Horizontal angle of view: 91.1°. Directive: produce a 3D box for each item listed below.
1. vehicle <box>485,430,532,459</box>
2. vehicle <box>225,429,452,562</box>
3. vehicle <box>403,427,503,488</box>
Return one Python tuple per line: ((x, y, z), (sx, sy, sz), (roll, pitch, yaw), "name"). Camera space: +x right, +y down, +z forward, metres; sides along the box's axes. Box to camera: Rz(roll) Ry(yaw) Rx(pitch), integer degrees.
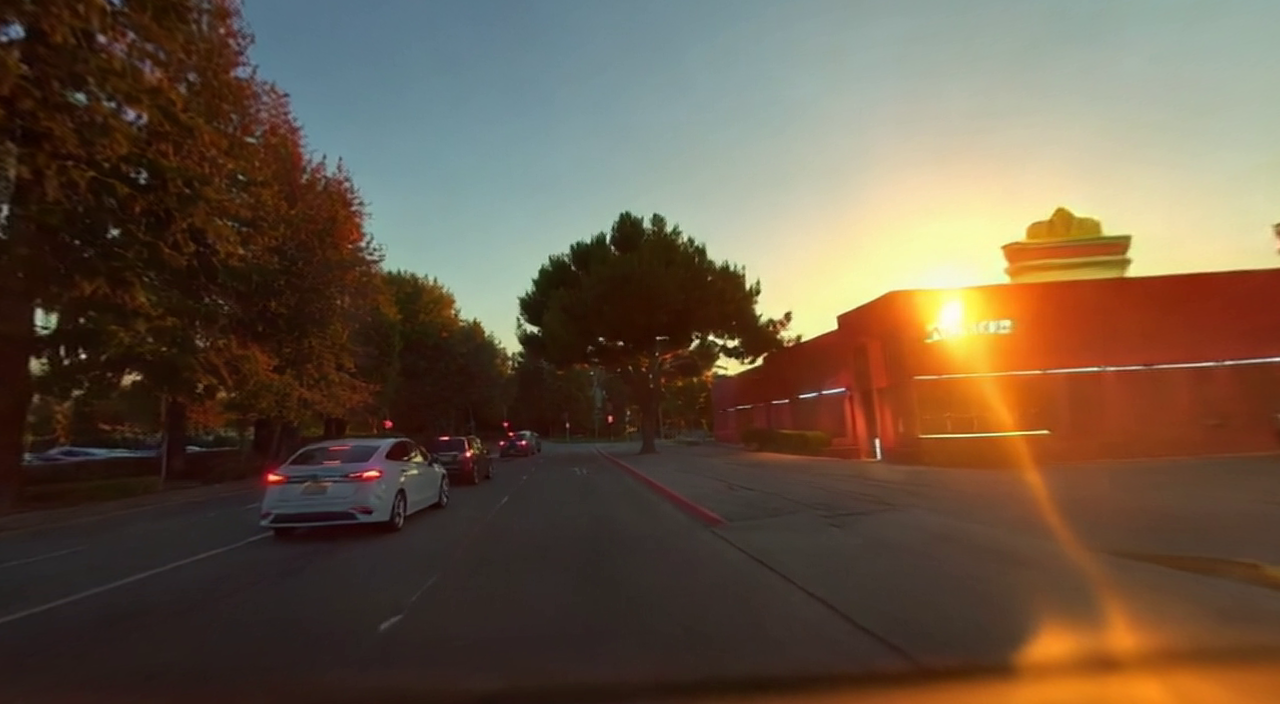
((-7.021, 4.985, 33.997), (1.962, 1.424, 4.289), (0, -8, -5), "vehicle")
((-4.216, 1.986, 9.614), (1.768, 1.539, 4.147), (1, -8, -6), "vehicle")
((-5.071, 2.886, 17.646), (1.853, 1.478, 4.381), (0, -8, -5), "vehicle")
